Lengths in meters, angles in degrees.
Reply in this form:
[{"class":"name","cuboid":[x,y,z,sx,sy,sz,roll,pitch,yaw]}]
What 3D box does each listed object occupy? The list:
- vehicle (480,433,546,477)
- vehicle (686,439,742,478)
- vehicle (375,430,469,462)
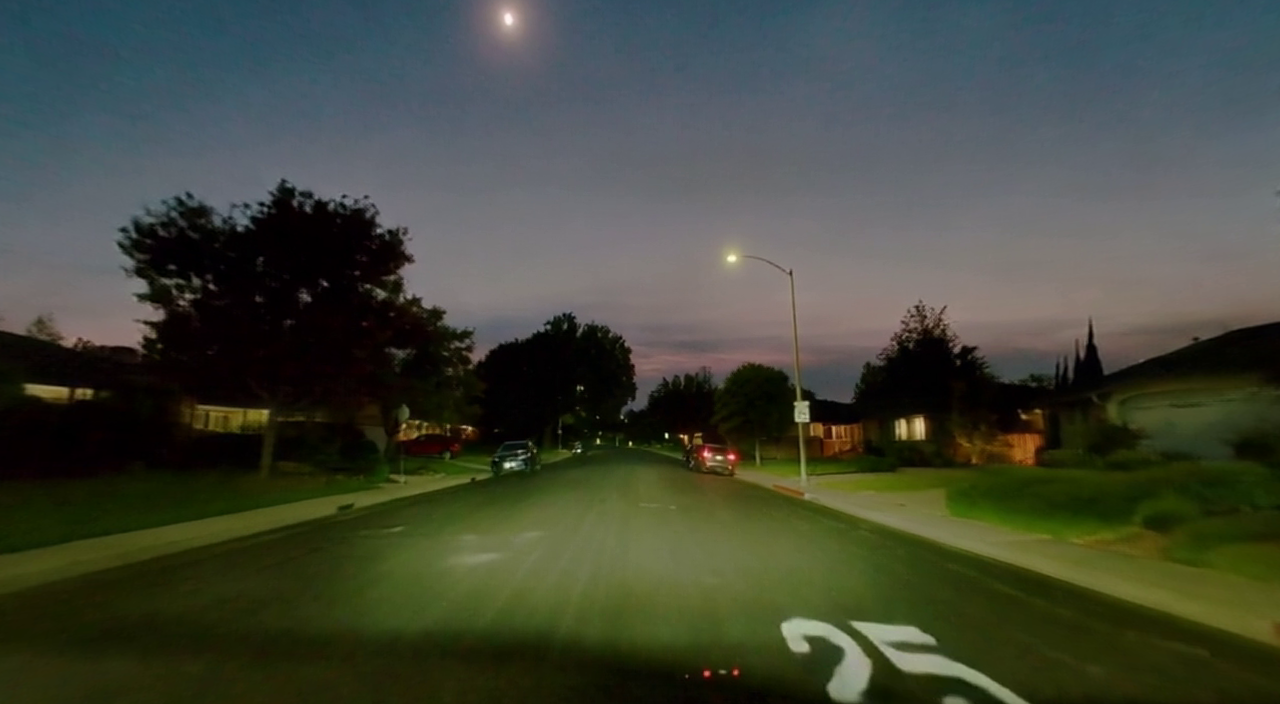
[{"class":"vehicle","cuboid":[-6.255,5.184,31.849,2.322,1.949,5.695,-1,-9,-2]},{"class":"vehicle","cuboid":[3.543,5.197,31.114,2.033,1.730,4.554,0,-9,-2]},{"class":"vehicle","cuboid":[-13.355,5.803,38.955,5.024,1.903,2.102,0,-9,0]}]
